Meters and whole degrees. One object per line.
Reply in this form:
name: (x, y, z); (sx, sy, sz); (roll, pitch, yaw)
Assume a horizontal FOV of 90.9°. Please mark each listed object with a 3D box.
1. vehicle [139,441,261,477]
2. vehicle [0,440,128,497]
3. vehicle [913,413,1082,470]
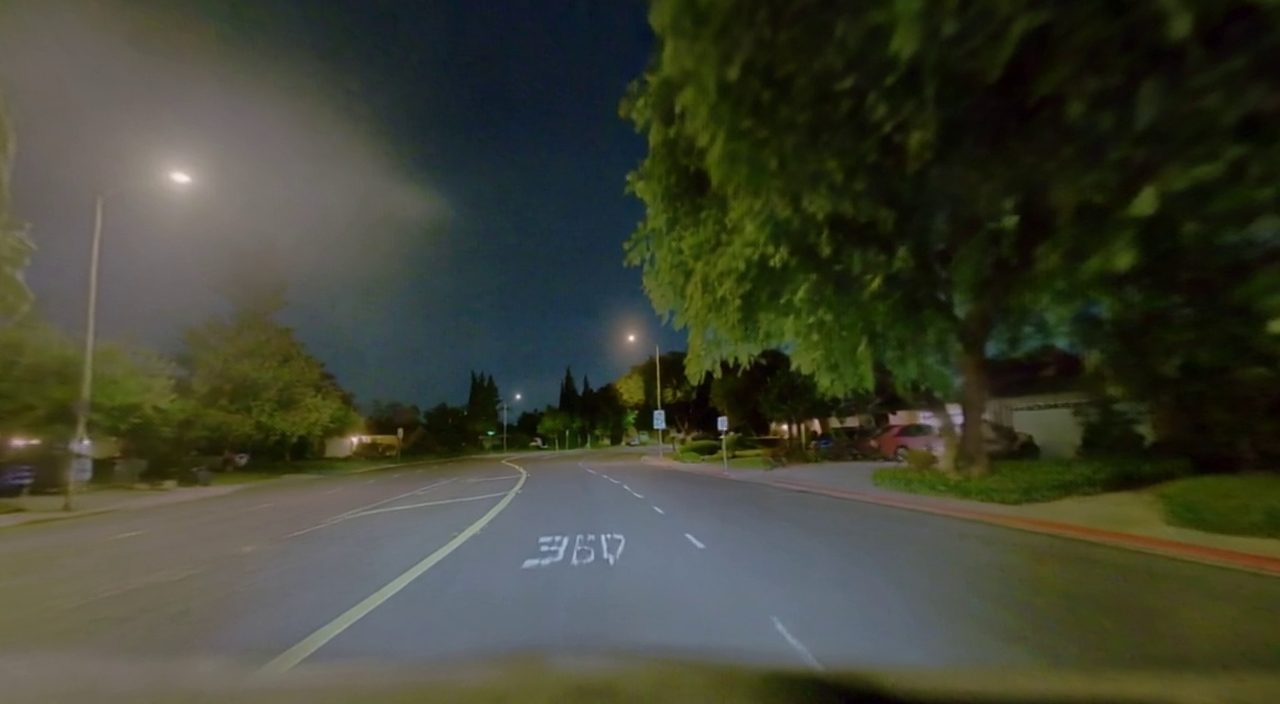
vehicle: (-23.956, 5.843, 34.569); (4.879, 1.854, 2.265); (2, -9, -13)
vehicle: (-21.142, 3.934, 21.562); (5.150, 1.840, 2.122); (1, -8, -6)
vehicle: (12.851, 3.285, 23.004); (4.693, 1.764, 2.265); (-4, -9, 8)
